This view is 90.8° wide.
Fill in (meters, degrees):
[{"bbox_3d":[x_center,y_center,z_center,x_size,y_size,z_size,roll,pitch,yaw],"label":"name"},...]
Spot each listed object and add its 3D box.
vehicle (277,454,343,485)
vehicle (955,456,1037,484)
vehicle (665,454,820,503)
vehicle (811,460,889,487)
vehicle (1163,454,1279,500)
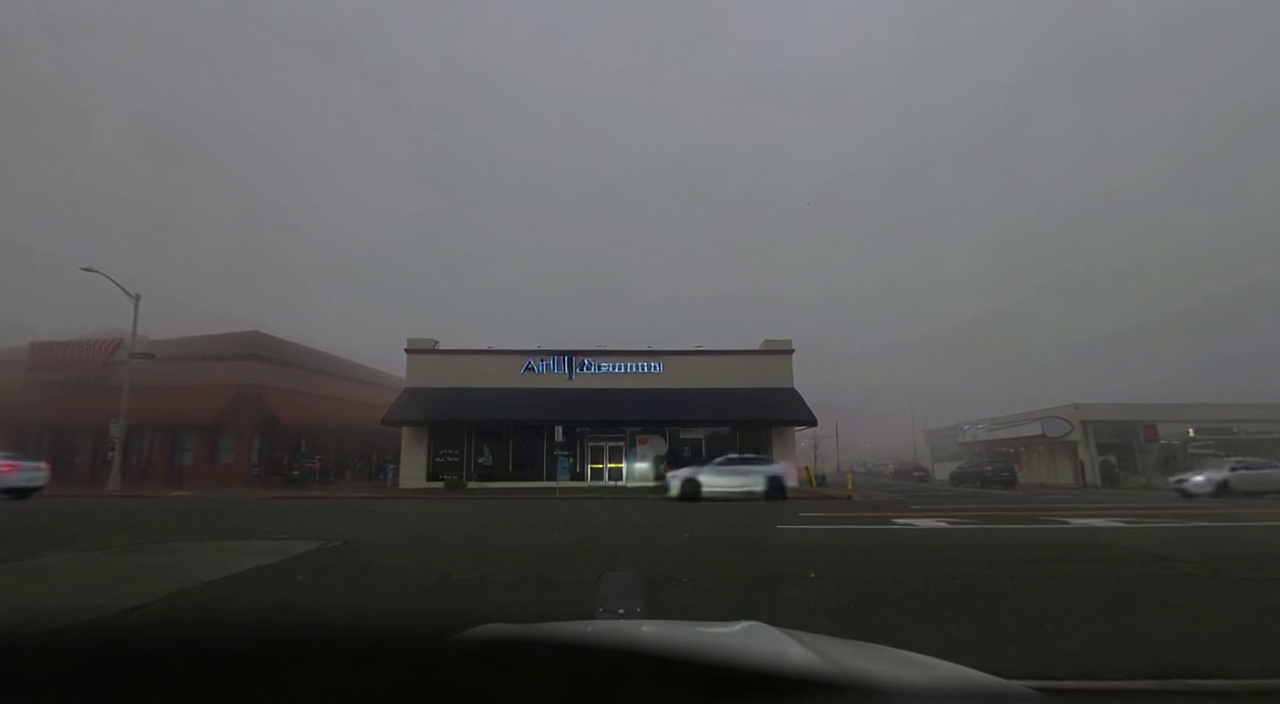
[{"bbox_3d":[-20.019,7.083,38.243,4.596,1.680,1.936,-8,-11,42],"label":"vehicle"},{"bbox_3d":[25.736,8.499,45.751,4.838,1.799,1.914,-7,-11,39],"label":"vehicle"},{"bbox_3d":[3.289,4.109,20.756,4.661,1.478,1.878,1,-9,-7],"label":"vehicle"},{"bbox_3d":[12.991,7.512,39.386,1.791,1.453,4.593,5,-10,-29],"label":"vehicle"},{"bbox_3d":[22.744,4.717,24.037,4.073,1.609,1.813,1,-9,-4],"label":"vehicle"}]
